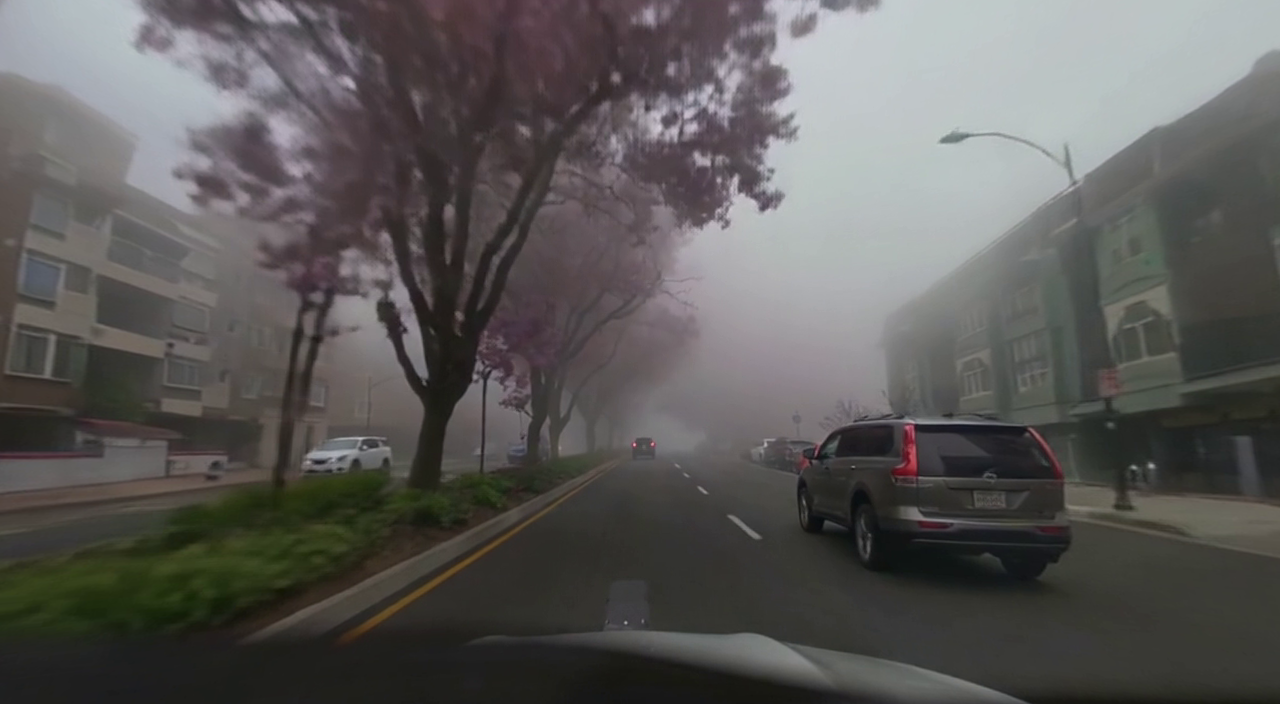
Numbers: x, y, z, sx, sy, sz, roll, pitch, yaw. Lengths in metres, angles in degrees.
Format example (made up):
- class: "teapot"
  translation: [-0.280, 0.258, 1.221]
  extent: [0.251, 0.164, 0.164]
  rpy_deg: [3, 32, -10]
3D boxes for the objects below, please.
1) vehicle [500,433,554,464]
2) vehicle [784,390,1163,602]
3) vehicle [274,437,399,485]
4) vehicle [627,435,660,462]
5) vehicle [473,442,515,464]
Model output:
- class: "vehicle"
  translation: [-7.466, 6.465, 42.208]
  extent: [2.249, 1.898, 5.815]
  rpy_deg: [0, -8, 3]
- class: "vehicle"
  translation: [3.284, 1.524, 7.563]
  extent: [2.071, 1.747, 4.549]
  rpy_deg: [0, -8, 1]
- class: "vehicle"
  translation: [-11.845, 4.286, 25.152]
  extent: [2.191, 1.684, 5.428]
  rpy_deg: [0, -8, 1]
- class: "vehicle"
  translation: [0.297, 6.974, 45.533]
  extent: [2.244, 1.813, 4.129]
  rpy_deg: [0, -8, 2]
- class: "vehicle"
  translation: [-10.989, 7.612, 47.746]
  extent: [2.053, 1.545, 4.417]
  rpy_deg: [0, -8, 1]
